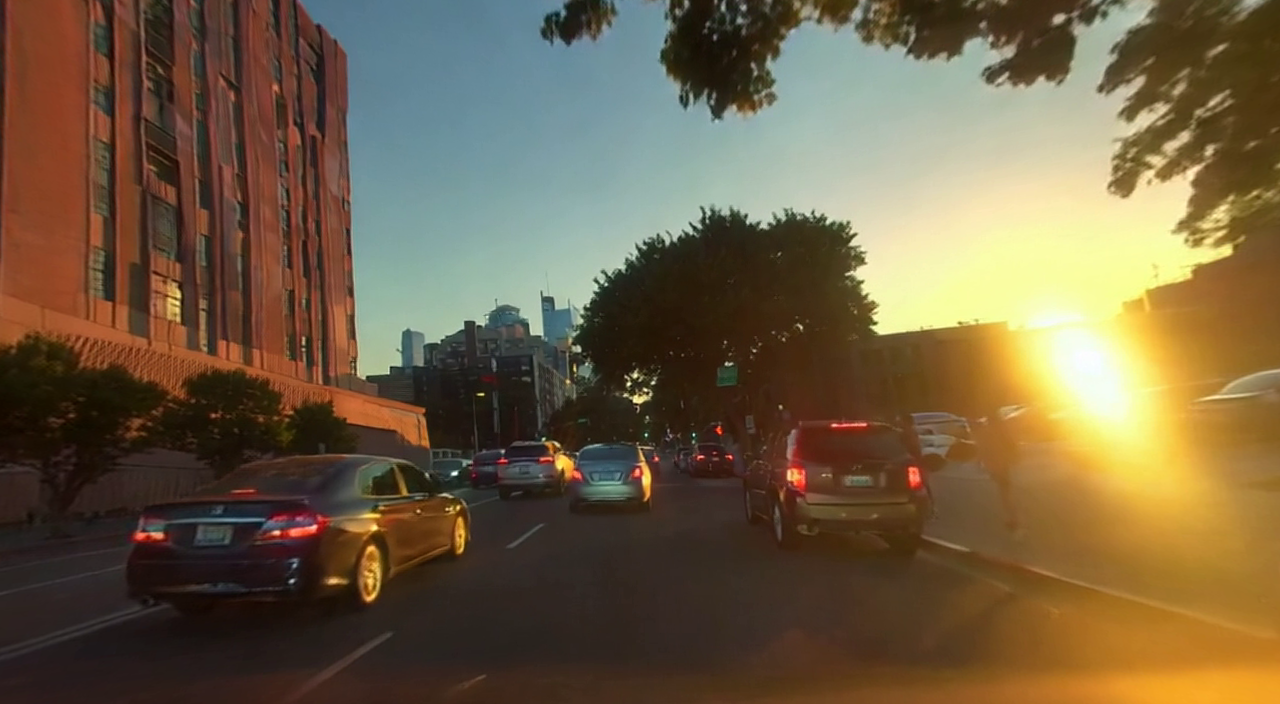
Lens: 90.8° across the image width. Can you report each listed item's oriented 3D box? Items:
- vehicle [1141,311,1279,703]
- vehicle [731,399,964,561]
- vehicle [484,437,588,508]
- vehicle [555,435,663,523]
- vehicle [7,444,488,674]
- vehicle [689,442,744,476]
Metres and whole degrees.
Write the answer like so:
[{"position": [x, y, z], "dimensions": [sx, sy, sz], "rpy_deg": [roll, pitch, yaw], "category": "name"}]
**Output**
[{"position": [3.187, 0.473, 0.431], "dimensions": [1.971, 1.749, 4.564], "rpy_deg": [0, -8, 1], "category": "vehicle"}, {"position": [2.866, 1.920, 10.185], "dimensions": [2.352, 1.953, 4.798], "rpy_deg": [-1, -8, 4], "category": "vehicle"}, {"position": [-2.905, 3.486, 18.798], "dimensions": [2.000, 1.818, 4.668], "rpy_deg": [-1, -8, 4], "category": "vehicle"}, {"position": [-0.530, 2.736, 14.153], "dimensions": [2.076, 1.667, 3.948], "rpy_deg": [-1, -8, 2], "category": "vehicle"}, {"position": [-3.139, 1.688, 6.414], "dimensions": [1.940, 1.481, 4.376], "rpy_deg": [-1, -8, 2], "category": "vehicle"}, {"position": [3.533, 4.984, 29.863], "dimensions": [2.065, 1.461, 4.181], "rpy_deg": [0, -8, 0], "category": "vehicle"}]
